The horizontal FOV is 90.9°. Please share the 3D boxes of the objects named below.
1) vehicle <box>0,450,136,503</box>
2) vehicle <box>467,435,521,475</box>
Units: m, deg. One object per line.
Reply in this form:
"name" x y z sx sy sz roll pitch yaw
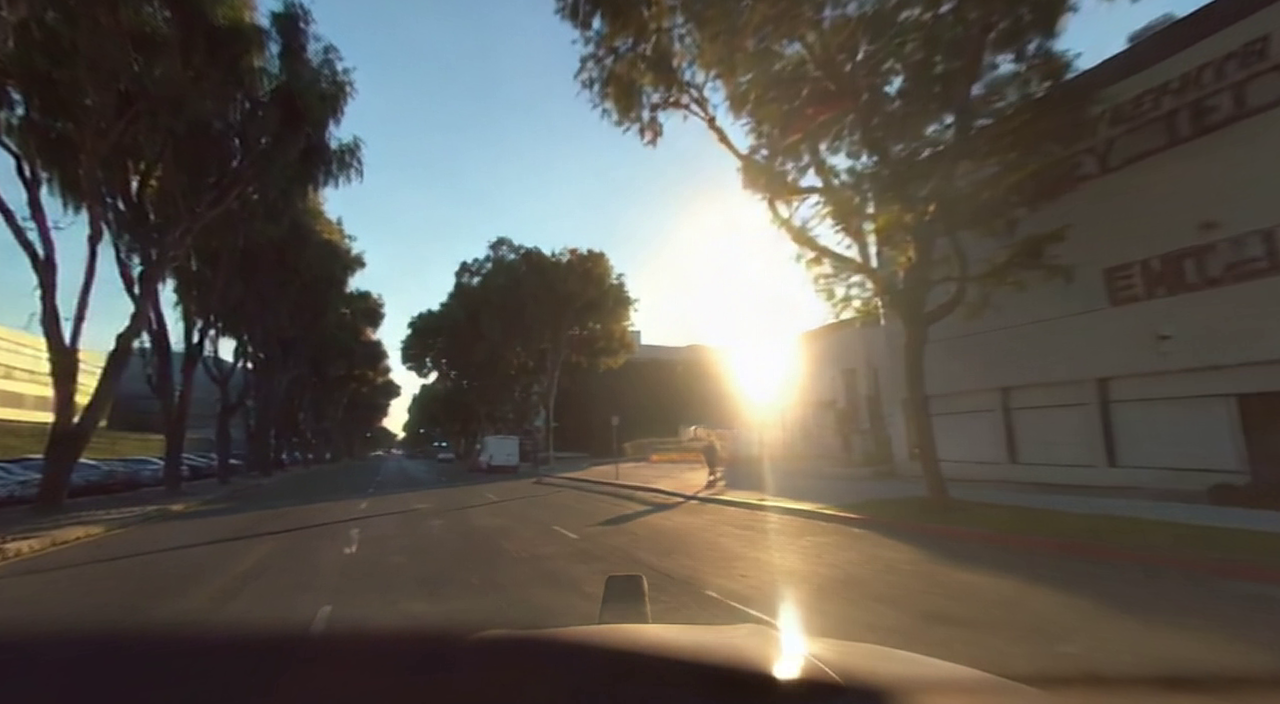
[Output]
"vehicle" -22.641 4.734 24.087 4.769 1.740 2.251 1 -9 -23
"vehicle" -10.115 7.036 43.291 2.596 2.509 6.178 3 -9 -22
